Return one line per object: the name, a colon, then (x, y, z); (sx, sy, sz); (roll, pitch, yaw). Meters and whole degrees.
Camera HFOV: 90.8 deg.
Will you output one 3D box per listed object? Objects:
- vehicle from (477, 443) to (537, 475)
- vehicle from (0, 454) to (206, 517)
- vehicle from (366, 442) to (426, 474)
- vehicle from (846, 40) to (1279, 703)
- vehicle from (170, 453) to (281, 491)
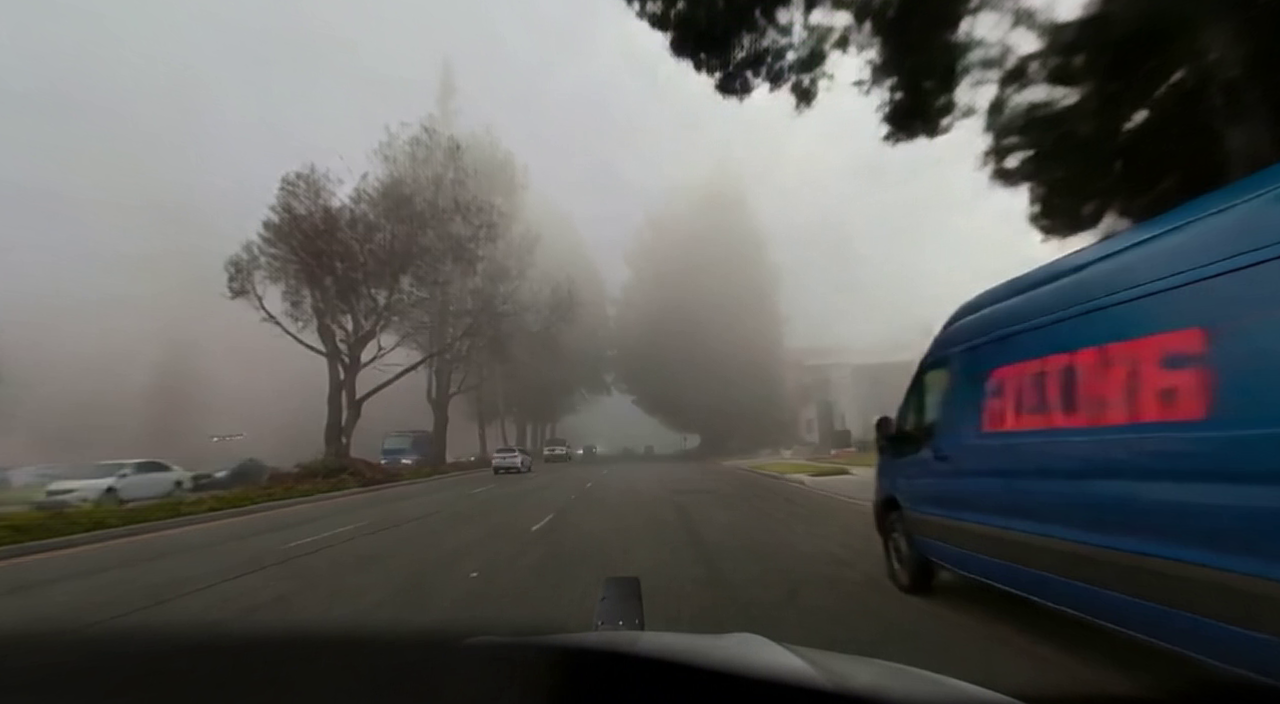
vehicle: (-6.477, 5.262, 31.253); (1.970, 1.456, 4.441); (0, -9, 1)
vehicle: (-14.661, 3.571, 17.469); (2.031, 1.466, 4.592); (0, -9, 0)
vehicle: (-14.760, 6.432, 38.485); (1.947, 1.784, 4.175); (0, -9, 0)
vehicle: (3.649, 0.480, 3.490); (2.821, 2.768, 5.972); (0, -9, -2)
vehicle: (-17.754, 5.124, 27.333); (1.849, 1.457, 4.308); (0, -9, 0)
